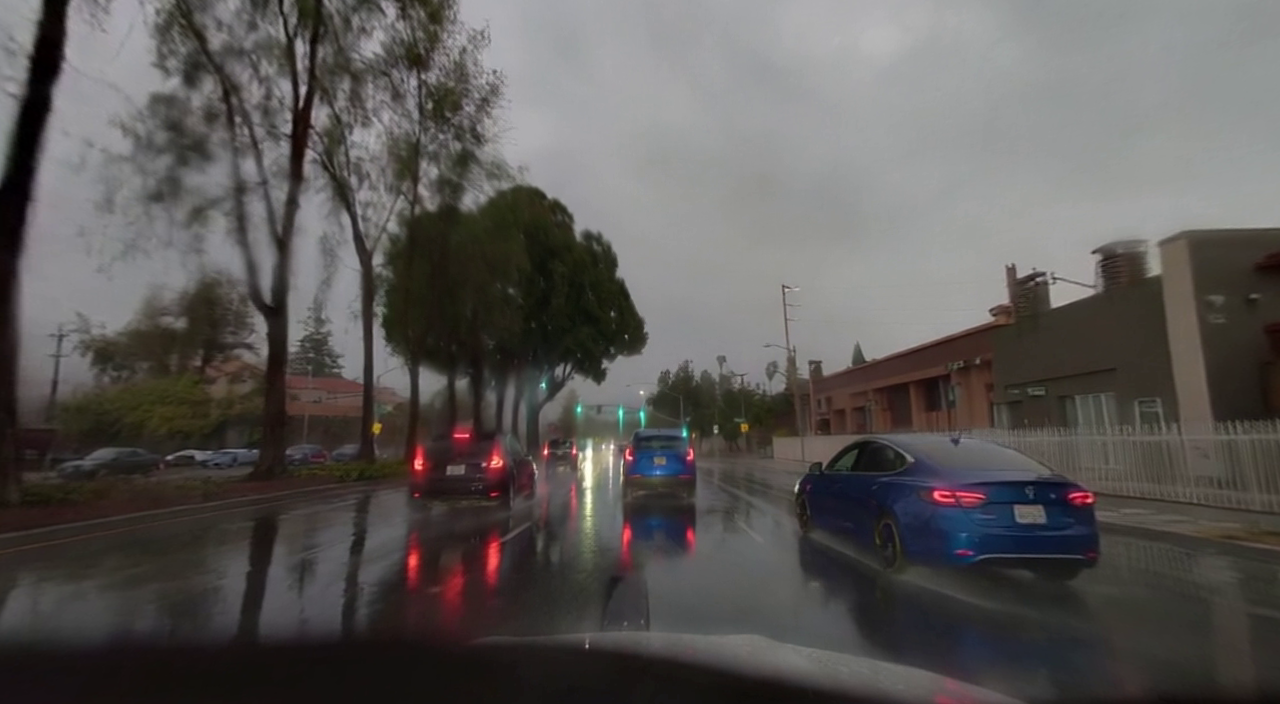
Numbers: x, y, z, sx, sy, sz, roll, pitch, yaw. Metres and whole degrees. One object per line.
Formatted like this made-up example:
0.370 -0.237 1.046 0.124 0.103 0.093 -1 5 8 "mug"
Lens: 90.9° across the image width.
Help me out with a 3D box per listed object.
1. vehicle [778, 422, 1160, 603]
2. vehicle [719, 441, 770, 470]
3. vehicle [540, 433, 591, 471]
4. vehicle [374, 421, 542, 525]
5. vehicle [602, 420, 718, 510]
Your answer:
3.264 1.683 7.620 2.017 1.491 4.611 0 -8 -2 "vehicle"
5.781 5.787 35.426 2.010 1.486 4.498 0 -8 -1 "vehicle"
-3.589 4.897 31.028 2.014 1.755 4.360 0 -8 0 "vehicle"
-3.371 2.348 12.797 2.043 1.687 4.676 0 -8 -1 "vehicle"
0.301 2.536 14.597 2.280 1.747 4.361 0 -8 -2 "vehicle"
